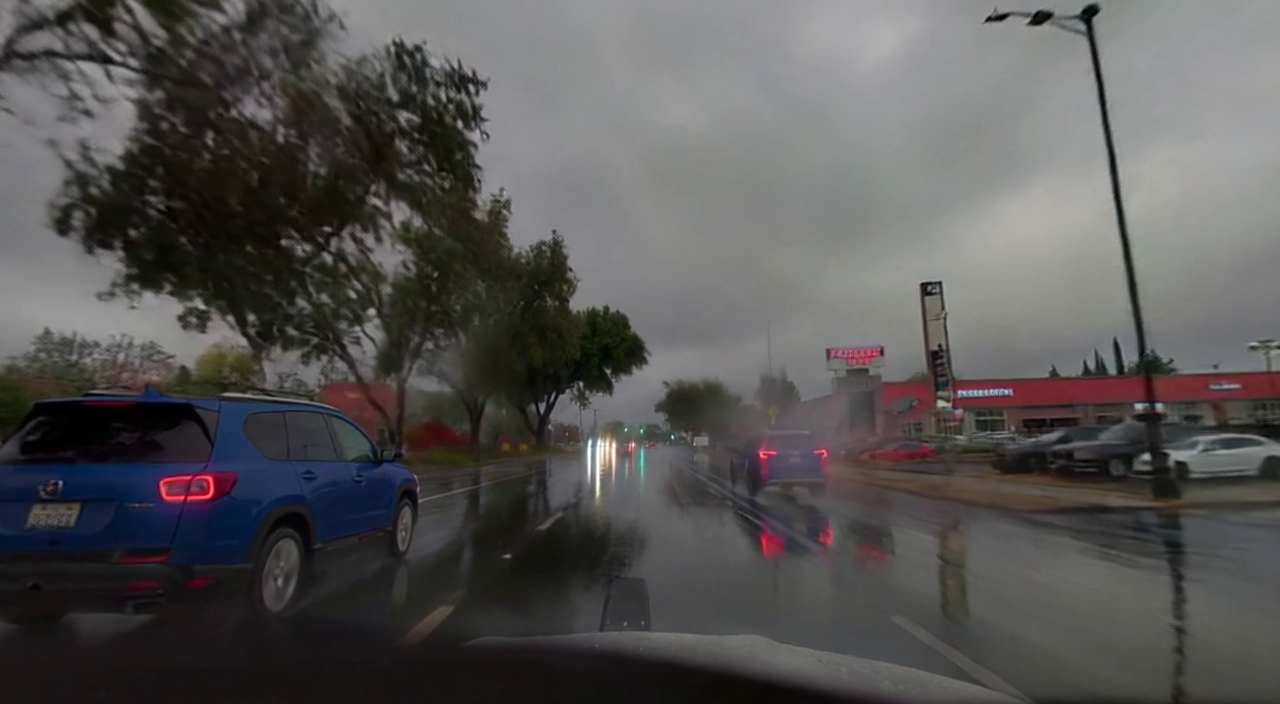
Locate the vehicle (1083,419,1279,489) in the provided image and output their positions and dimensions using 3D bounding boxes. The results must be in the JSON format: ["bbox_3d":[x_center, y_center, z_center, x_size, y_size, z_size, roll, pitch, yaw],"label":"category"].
[{"bbox_3d":[14.832,2.679,16.648,4.647,1.725,1.991,0,-8,1],"label":"vehicle"}]

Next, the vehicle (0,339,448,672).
[{"bbox_3d":[-3.727,1.226,6.115,2.210,1.925,4.838,0,-8,0],"label":"vehicle"}]

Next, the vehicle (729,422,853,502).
[{"bbox_3d":[3.672,2.768,16.232,2.024,1.773,4.431,0,-8,-1],"label":"vehicle"}]

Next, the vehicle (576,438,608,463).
[{"bbox_3d":[-3.602,7.546,48.261,2.112,1.775,4.404,0,-8,0],"label":"vehicle"}]

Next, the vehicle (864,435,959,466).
[{"bbox_3d":[13.830,5.026,32.202,4.040,1.497,1.702,0,-8,-1],"label":"vehicle"}]
